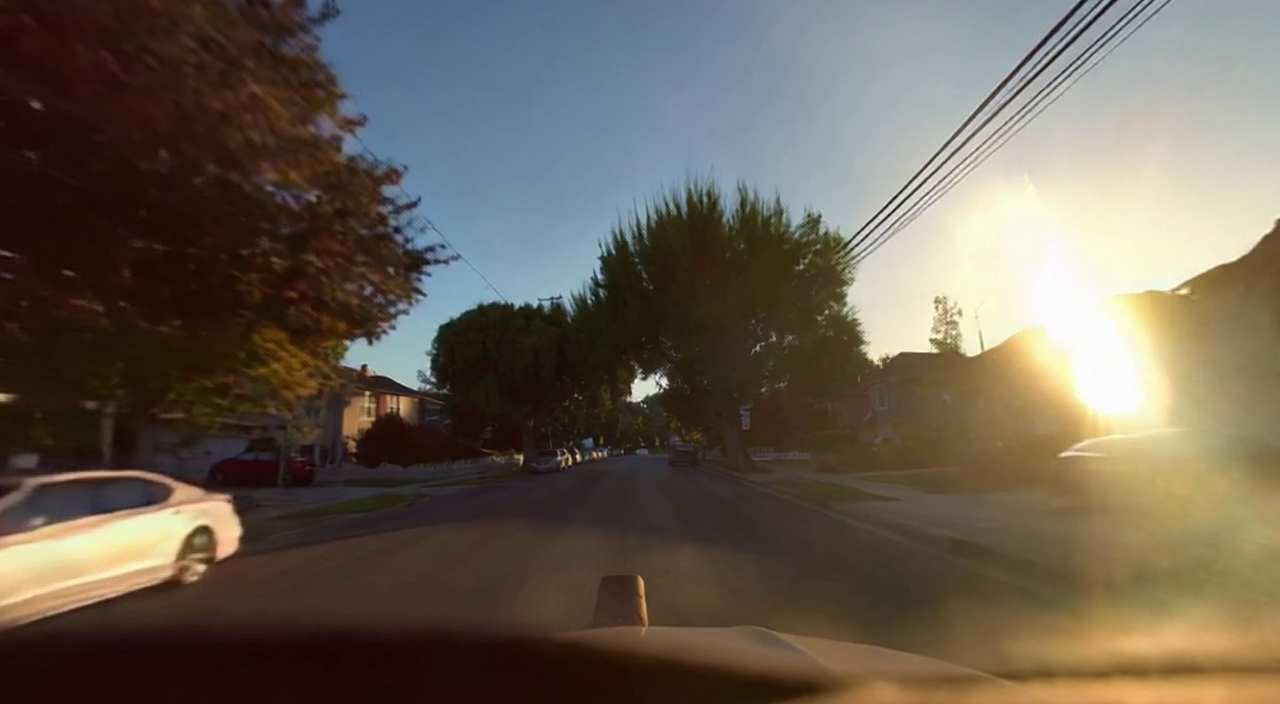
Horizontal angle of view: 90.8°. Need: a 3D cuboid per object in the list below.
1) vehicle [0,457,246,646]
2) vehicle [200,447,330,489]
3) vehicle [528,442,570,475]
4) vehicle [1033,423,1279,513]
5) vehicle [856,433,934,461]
[{"bbox_3d":[-5.929,1.782,5.875,1.891,1.362,4.301,-3,-8,-1],"label":"vehicle"},{"bbox_3d":[-16.389,5.087,27.778,4.402,1.741,1.951,0,-9,-2],"label":"vehicle"},{"bbox_3d":[-6.150,7.229,43.311,2.050,1.911,4.852,-3,-8,0],"label":"vehicle"},{"bbox_3d":[10.339,2.132,11.837,4.629,1.504,1.945,0,-9,-1],"label":"vehicle"},{"bbox_3d":[16.984,6.371,42.262,4.268,1.788,2.156,-1,-9,1],"label":"vehicle"}]
